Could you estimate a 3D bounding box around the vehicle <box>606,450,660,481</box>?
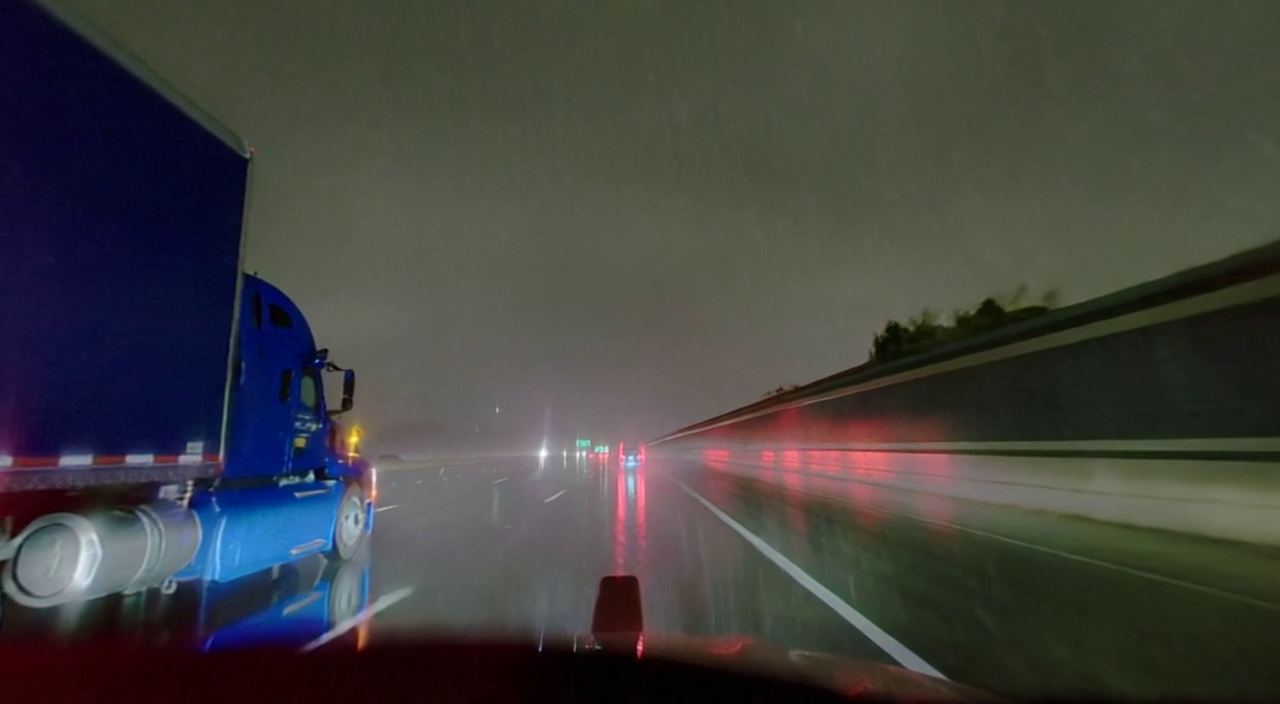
[{"bbox_3d":[-0.388,5.455,30.434,2.398,1.336,5.698,0,-9,-2],"label":"vehicle"}]
